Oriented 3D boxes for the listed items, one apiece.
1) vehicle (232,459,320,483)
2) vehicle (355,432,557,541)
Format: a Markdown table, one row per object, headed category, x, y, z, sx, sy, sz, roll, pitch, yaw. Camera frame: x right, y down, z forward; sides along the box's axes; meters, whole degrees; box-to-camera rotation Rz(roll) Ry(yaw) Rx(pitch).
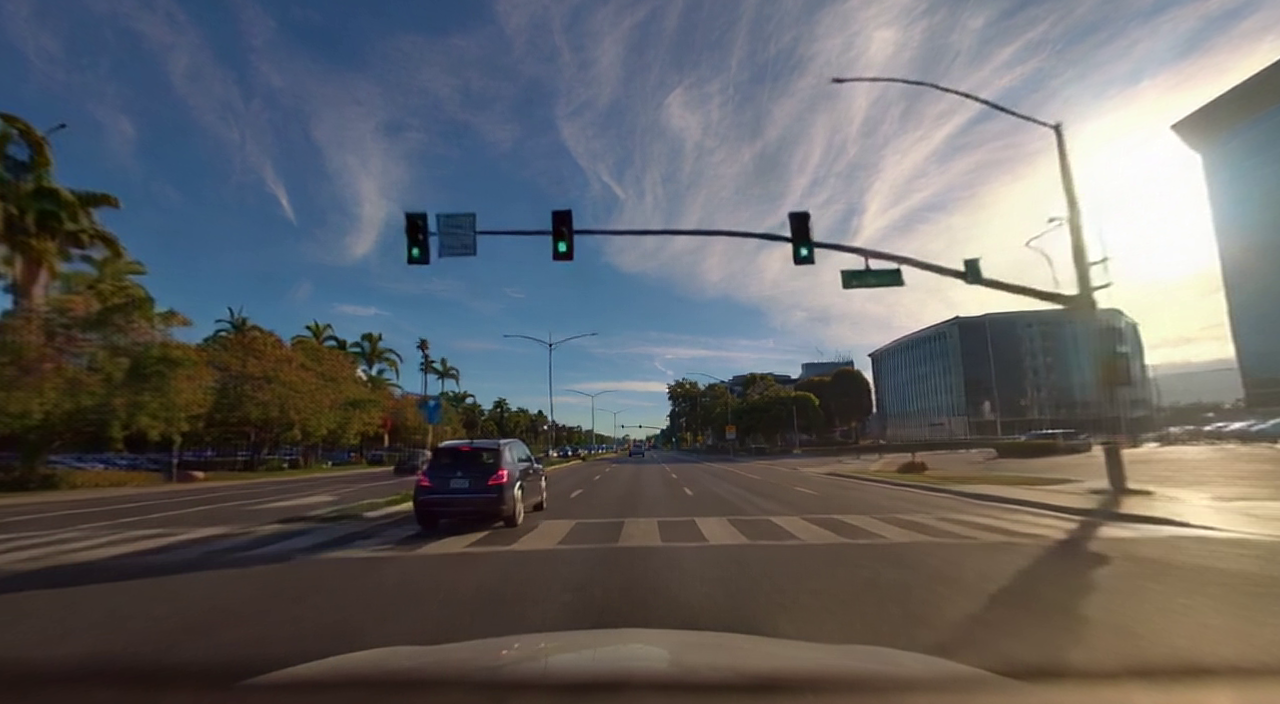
| category | x | y | z | sx | sy | sz | roll | pitch | yaw |
| --- | --- | --- | --- | --- | --- | --- | --- | --- | --- |
| vehicle | -24.674 | 8.095 | 42.850 | 4.603 | 1.480 | 2.167 | 0 | -8 | 1 |
| vehicle | -2.958 | 2.279 | 11.472 | 2.162 | 1.549 | 4.795 | 0 | -8 | 1 |
